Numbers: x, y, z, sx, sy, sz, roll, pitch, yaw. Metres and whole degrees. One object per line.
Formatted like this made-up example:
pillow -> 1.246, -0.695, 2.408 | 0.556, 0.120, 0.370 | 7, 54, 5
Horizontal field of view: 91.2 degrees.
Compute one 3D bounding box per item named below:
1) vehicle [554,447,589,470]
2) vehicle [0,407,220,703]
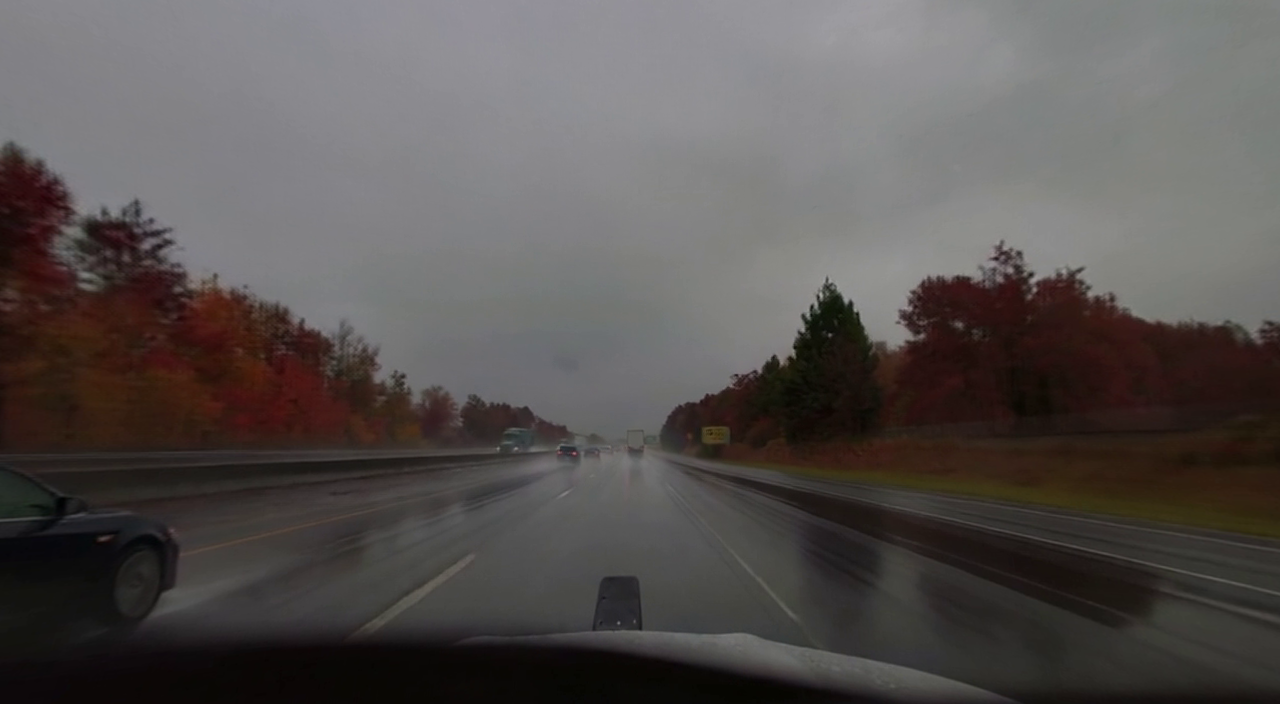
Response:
vehicle -> -4.571, 7.171, 42.415 | 1.963, 1.475, 3.665 | 0, -9, 0
vehicle -> -4.357, 0.995, 2.839 | 2.071, 1.525, 4.058 | 0, -9, 0
